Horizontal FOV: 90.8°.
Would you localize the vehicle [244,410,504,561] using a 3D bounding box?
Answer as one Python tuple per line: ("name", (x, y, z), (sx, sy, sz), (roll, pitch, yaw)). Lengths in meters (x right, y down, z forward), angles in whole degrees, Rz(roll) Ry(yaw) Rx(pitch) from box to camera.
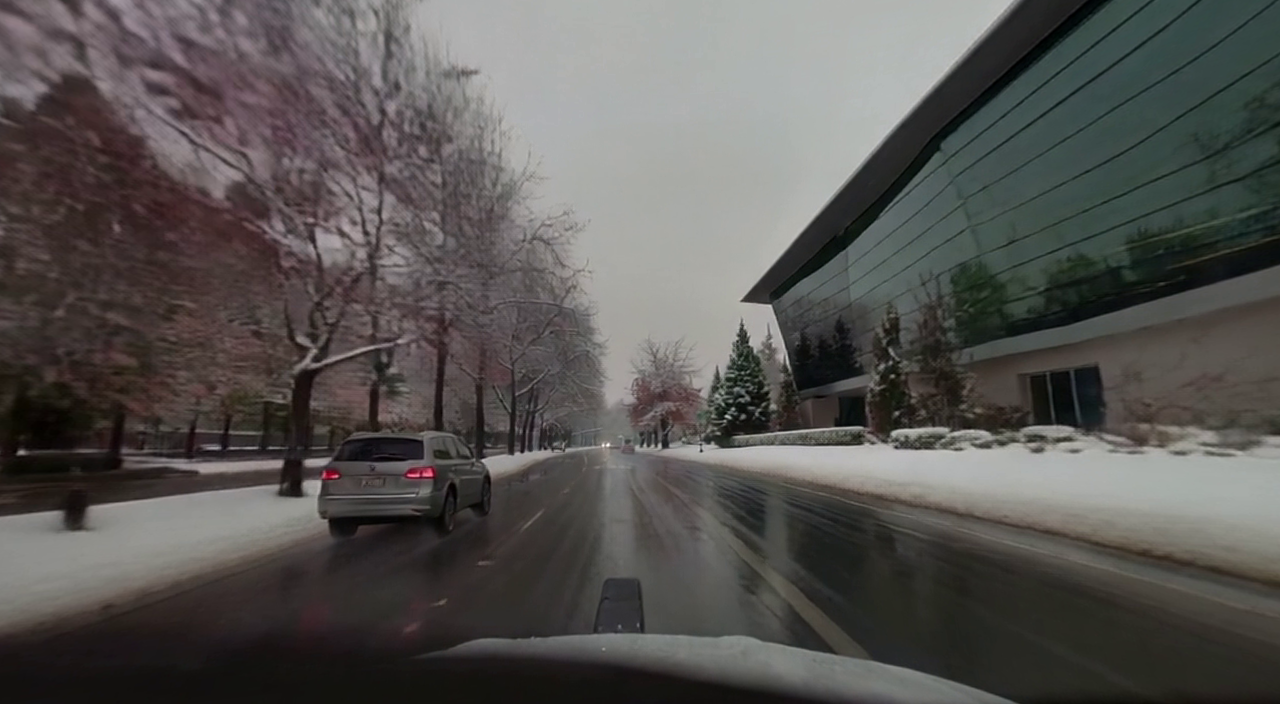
("vehicle", (-3.534, 1.850, 9.566), (2.067, 1.700, 4.561), (0, -8, -2))
